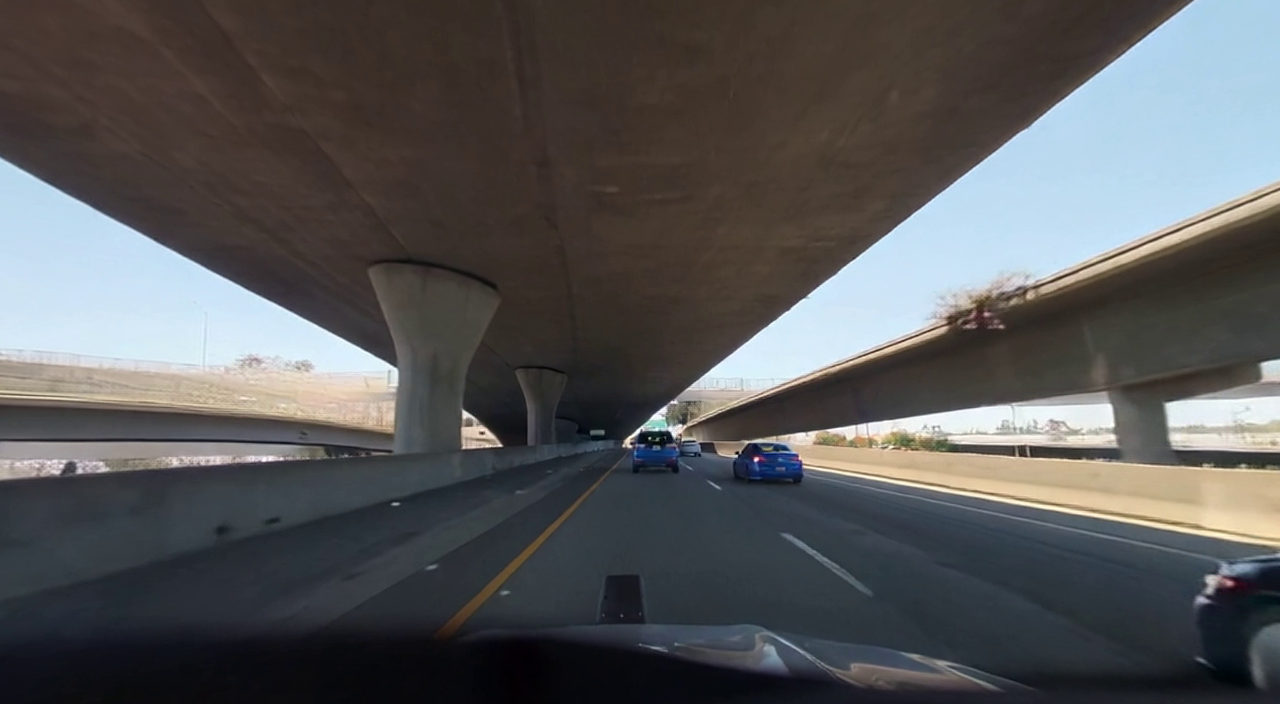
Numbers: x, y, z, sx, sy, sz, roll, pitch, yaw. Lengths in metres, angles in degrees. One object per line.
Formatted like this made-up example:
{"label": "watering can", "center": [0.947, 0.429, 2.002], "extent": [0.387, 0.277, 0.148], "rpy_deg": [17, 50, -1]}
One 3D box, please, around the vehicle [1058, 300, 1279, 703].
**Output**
{"label": "vehicle", "center": [4.133, 0.596, 1.486], "extent": [2.404, 2.014, 5.655], "rpy_deg": [1, -8, 0]}

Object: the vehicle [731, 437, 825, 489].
{"label": "vehicle", "center": [4.330, 3.528, 20.438], "extent": [2.047, 1.500, 4.017], "rpy_deg": [1, -8, -2]}

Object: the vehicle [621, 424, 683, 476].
{"label": "vehicle", "center": [0.443, 3.912, 25.364], "extent": [2.264, 1.841, 4.583], "rpy_deg": [1, -8, 0]}

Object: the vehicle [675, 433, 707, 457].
{"label": "vehicle", "center": [3.864, 7.111, 48.335], "extent": [2.047, 1.700, 4.069], "rpy_deg": [1, -8, -1]}

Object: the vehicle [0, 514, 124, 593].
{"label": "vehicle", "center": [-19.284, 6.308, 20.123], "extent": [1.939, 1.689, 4.298], "rpy_deg": [1, -8, -2]}
